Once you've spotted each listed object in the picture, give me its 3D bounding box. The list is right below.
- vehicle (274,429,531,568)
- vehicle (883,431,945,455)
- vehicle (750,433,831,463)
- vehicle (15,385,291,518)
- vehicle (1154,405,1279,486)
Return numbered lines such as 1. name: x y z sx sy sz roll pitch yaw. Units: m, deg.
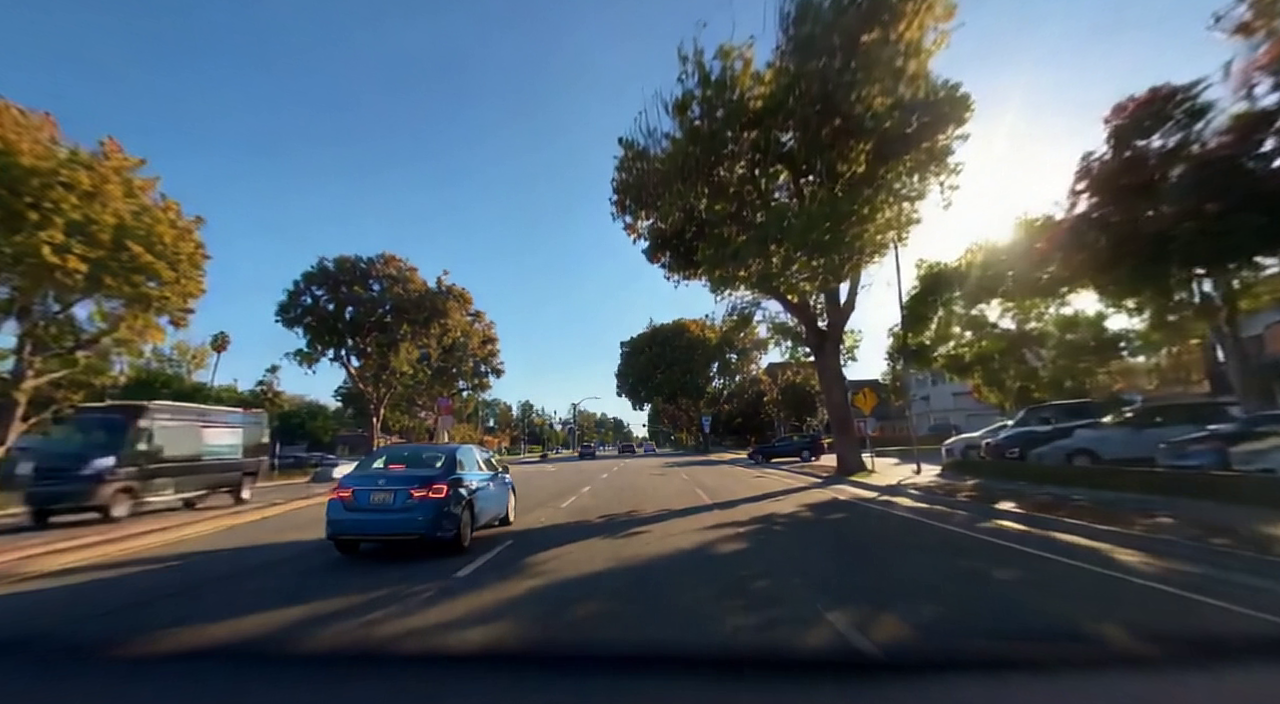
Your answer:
1. vehicle: -2.978 1.932 9.128 1.924 1.480 4.421 -1 -8 1
2. vehicle: 17.565 5.875 40.616 1.966 1.451 4.297 0 -9 -1
3. vehicle: 8.892 5.691 37.461 4.511 1.720 2.131 -2 -8 11
4. vehicle: -14.758 3.131 20.170 2.826 3.446 7.237 -1 -9 1
5. vehicle: 13.310 1.858 12.631 4.133 1.466 2.103 0 -9 0
